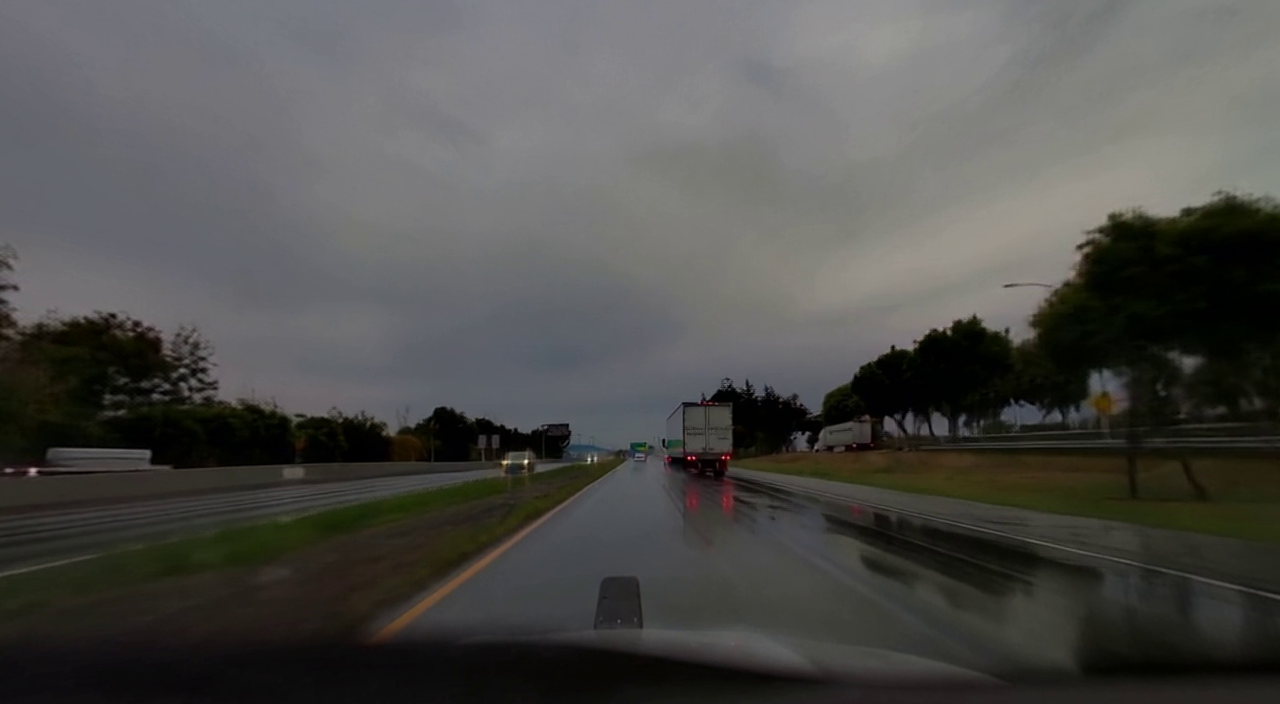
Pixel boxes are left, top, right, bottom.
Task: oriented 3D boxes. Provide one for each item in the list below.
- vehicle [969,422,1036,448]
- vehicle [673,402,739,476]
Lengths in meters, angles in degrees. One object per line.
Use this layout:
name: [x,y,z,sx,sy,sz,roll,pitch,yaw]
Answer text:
vehicle: [22.726,5.252,39.609,1.800,1.506,3.851,0,-9,-2]
vehicle: [4.113,5.944,42.374,3.185,4.154,12.638,0,-9,0]
